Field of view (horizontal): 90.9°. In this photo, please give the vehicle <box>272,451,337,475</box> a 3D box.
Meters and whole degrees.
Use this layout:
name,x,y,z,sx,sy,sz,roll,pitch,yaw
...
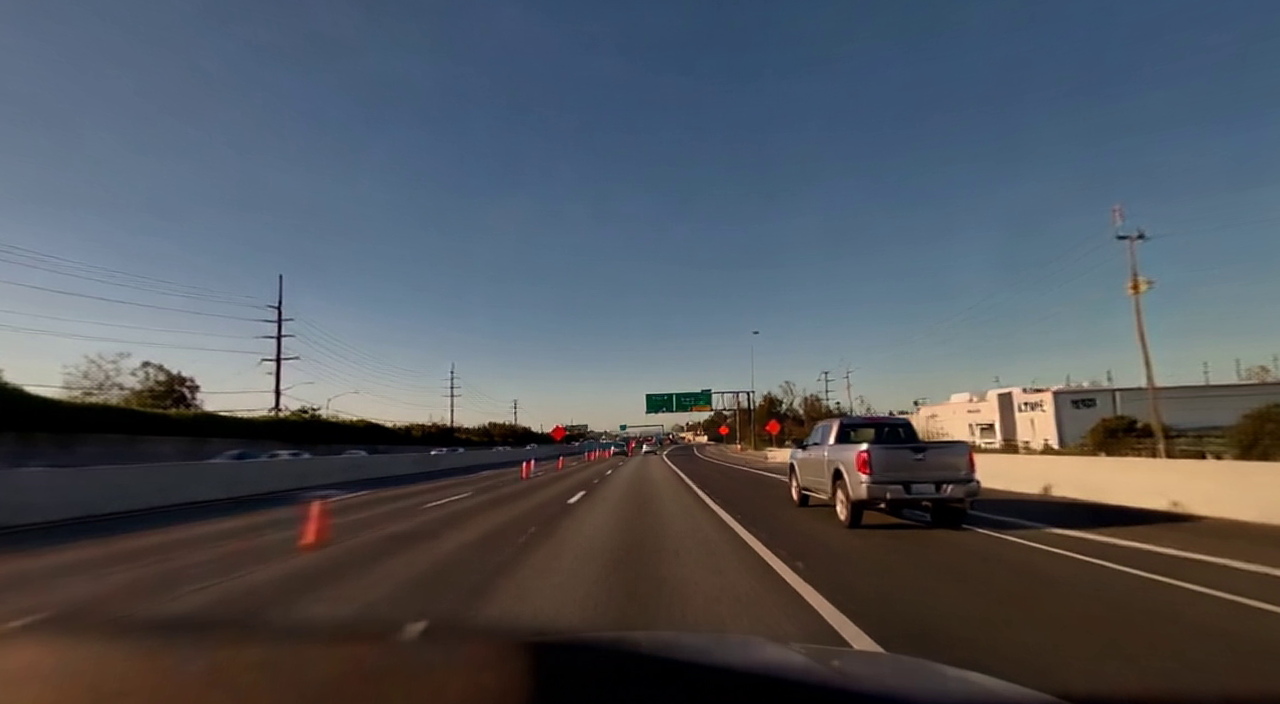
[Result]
name,x,y,z,sx,sy,sz,roll,pitch,yaw
vehicle,-23.664,7.836,44.660,2.062,1.552,4.542,0,-8,1

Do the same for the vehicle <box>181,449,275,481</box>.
name,x,y,z,sx,sy,sz,roll,pitch,yaw
vehicle,-27.351,7.466,42.181,2.221,1.921,5.875,0,-8,1

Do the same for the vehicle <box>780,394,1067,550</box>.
name,x,y,z,sx,sy,sz,roll,pitch,yaw
vehicle,3.969,1.805,10.216,2.186,1.840,5.289,0,-8,0
